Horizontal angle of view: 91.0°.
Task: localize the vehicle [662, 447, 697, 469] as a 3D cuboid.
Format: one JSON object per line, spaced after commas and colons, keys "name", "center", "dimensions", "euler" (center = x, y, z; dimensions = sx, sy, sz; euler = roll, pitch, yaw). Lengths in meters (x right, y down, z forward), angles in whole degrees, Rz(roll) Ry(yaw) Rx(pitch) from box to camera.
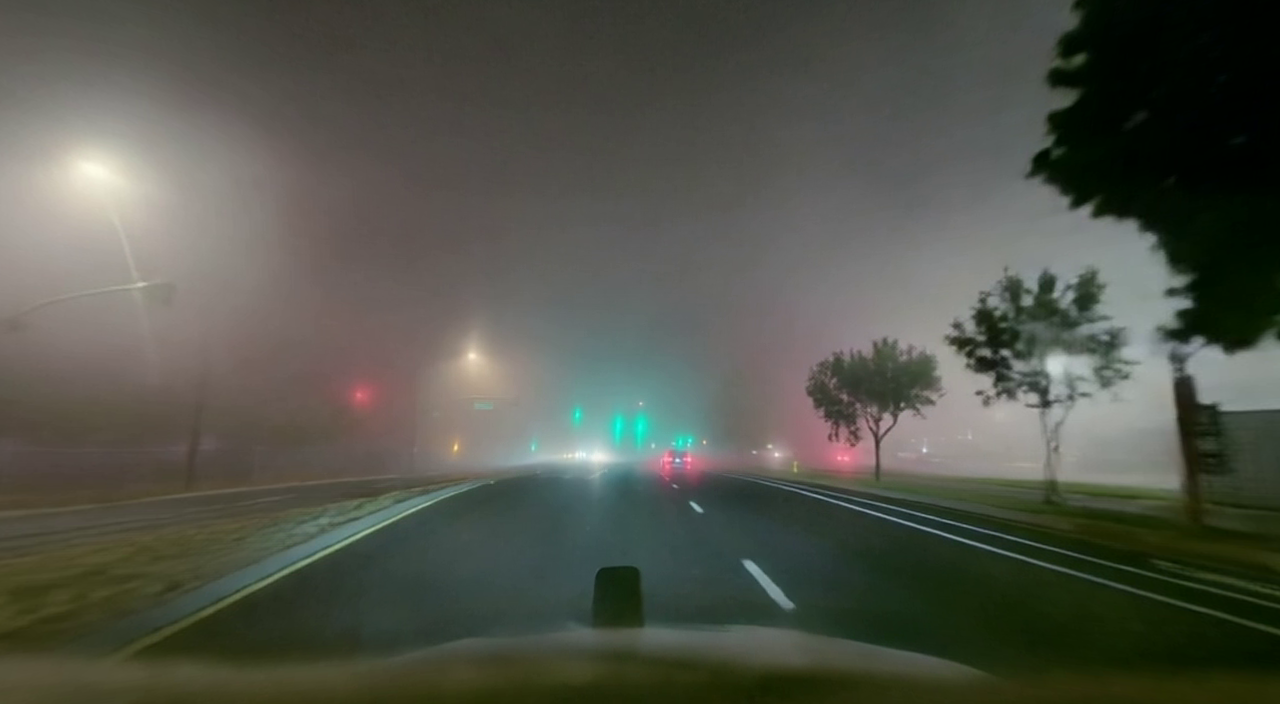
{"name": "vehicle", "center": [2.673, 7.336, 43.733], "dimensions": [2.105, 1.490, 4.008], "euler": [0, -9, -1]}
